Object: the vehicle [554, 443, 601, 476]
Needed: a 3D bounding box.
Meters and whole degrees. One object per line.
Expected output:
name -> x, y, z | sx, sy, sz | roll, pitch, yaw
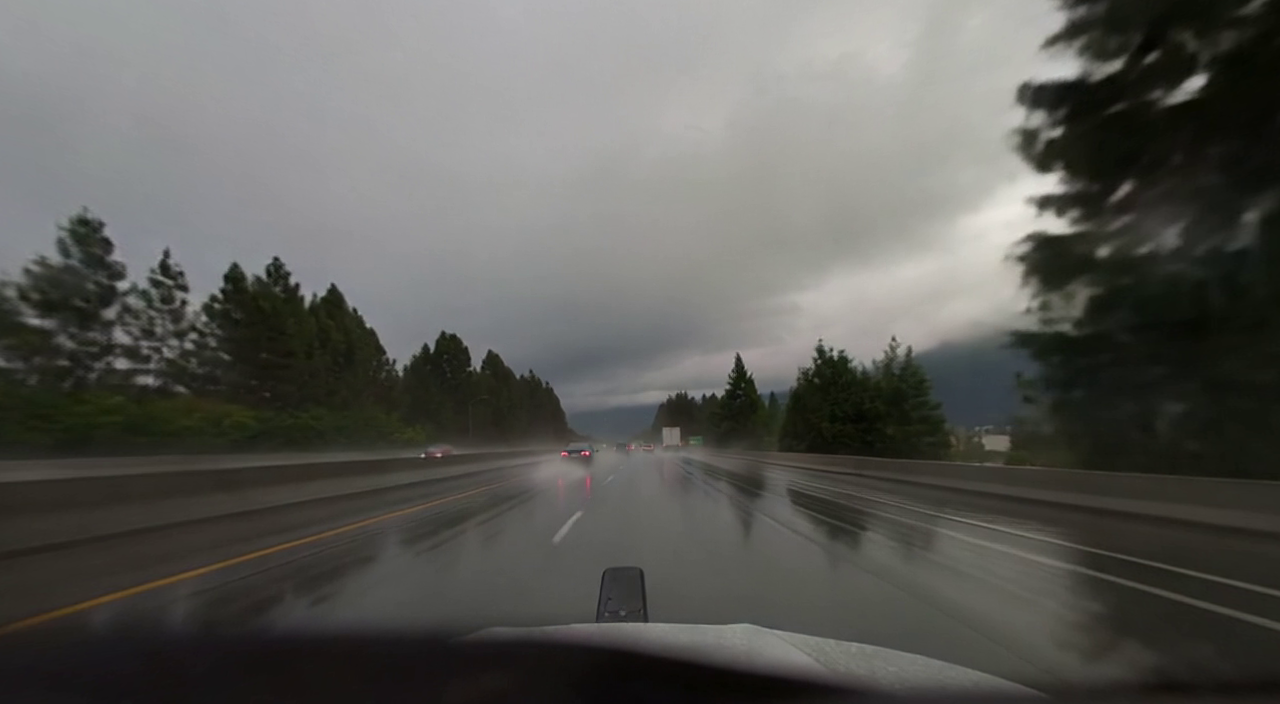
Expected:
vehicle -> -3.161, 5.519, 32.549 | 2.025, 1.571, 3.662 | 0, -9, 1
